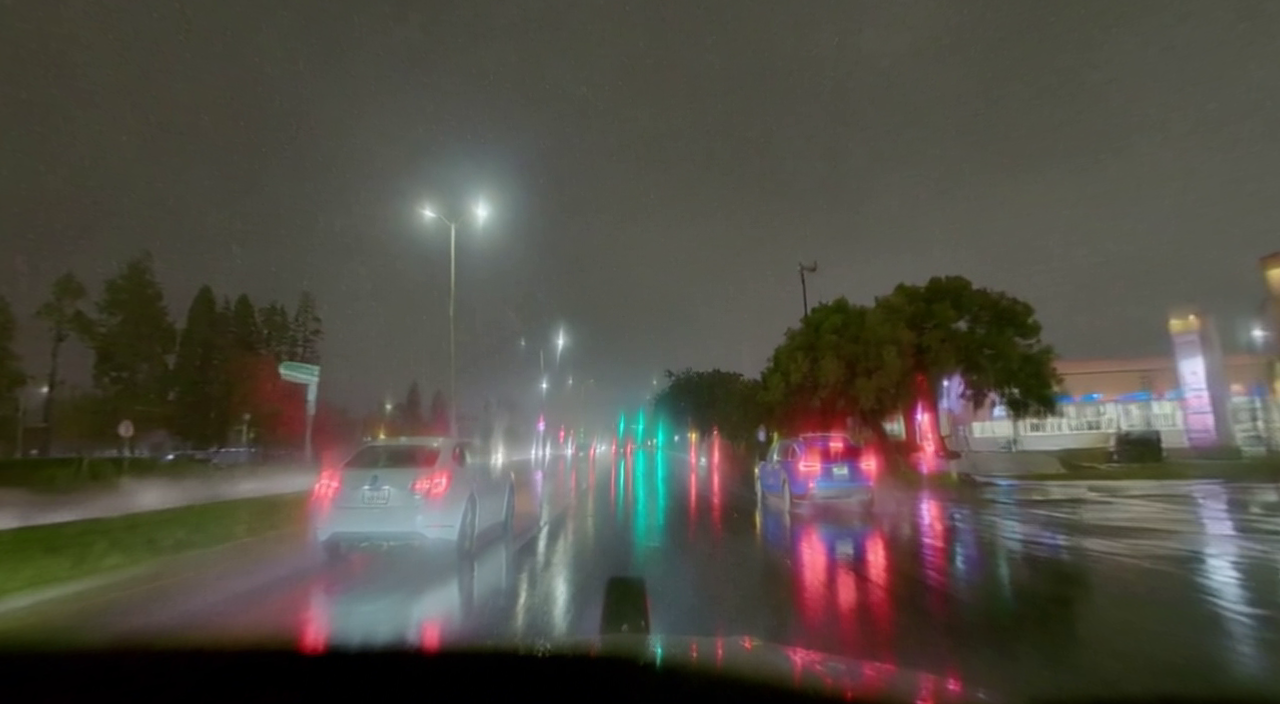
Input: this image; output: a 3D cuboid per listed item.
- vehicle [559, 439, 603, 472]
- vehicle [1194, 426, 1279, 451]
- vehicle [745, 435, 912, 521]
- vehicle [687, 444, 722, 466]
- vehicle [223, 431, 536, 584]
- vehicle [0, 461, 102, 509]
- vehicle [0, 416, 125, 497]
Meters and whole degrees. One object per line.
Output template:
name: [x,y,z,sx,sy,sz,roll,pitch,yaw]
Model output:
vehicle: [-3.299,5.908,36.086,1.981,1.731,4.360,0,-9,1]
vehicle: [37.621,5.408,39.143,4.451,1.479,1.961,-1,-8,2]
vehicle: [3.689,2.555,13.391,2.036,1.480,4.659,0,-9,-1]
vehicle: [4.520,7.329,44.951,1.996,1.443,4.270,0,-9,-1]
vehicle: [-2.932,1.879,8.613,2.082,1.460,4.922,0,-9,1]
vehicle: [-22.271,4.749,22.771,1.822,1.483,4.236,0,-9,1]
vehicle: [-29.955,4.842,29.340,8.970,3.504,3.159,0,-8,0]
